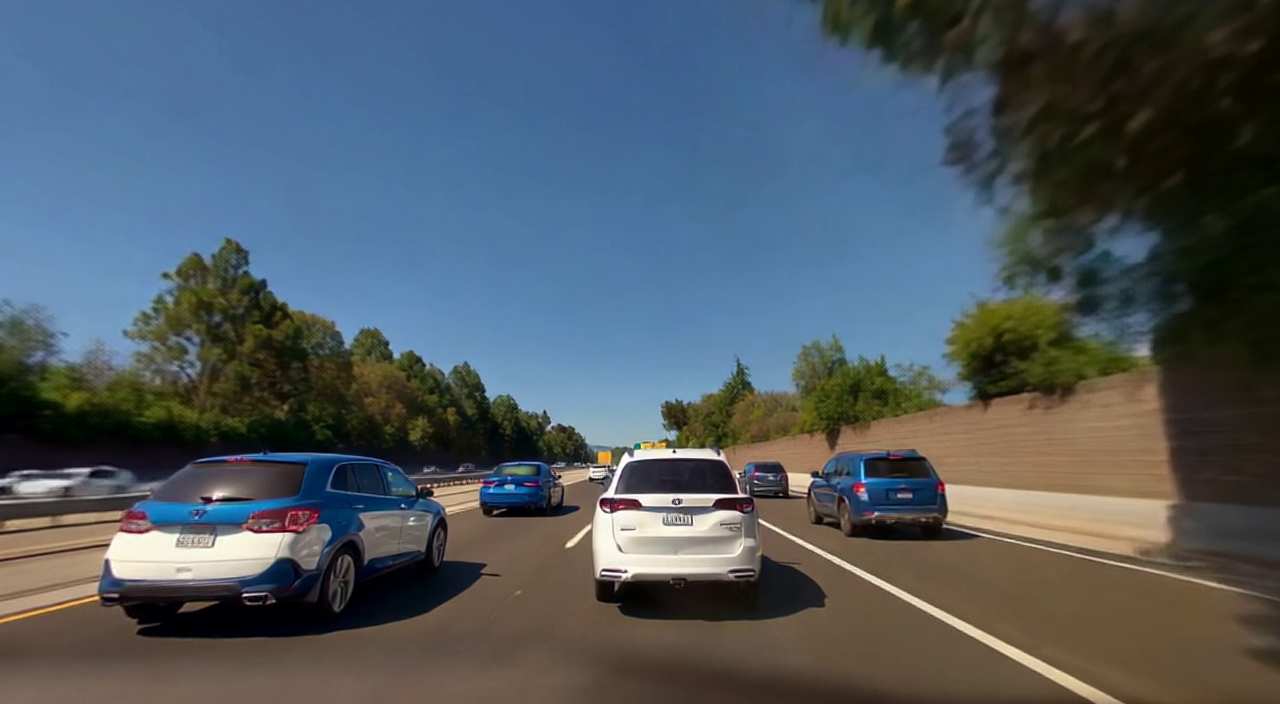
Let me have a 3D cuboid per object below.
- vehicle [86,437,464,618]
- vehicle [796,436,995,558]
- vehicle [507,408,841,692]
[{"bbox_3d":[-3.854,1.958,7.795,1.994,1.556,4.263,0,-11,1],"label":"vehicle"},{"bbox_3d":[4.569,2.691,12.136,1.984,1.876,4.287,1,-11,0],"label":"vehicle"},{"bbox_3d":[0.219,1.608,6.062,2.057,1.725,4.126,1,-11,0],"label":"vehicle"}]
